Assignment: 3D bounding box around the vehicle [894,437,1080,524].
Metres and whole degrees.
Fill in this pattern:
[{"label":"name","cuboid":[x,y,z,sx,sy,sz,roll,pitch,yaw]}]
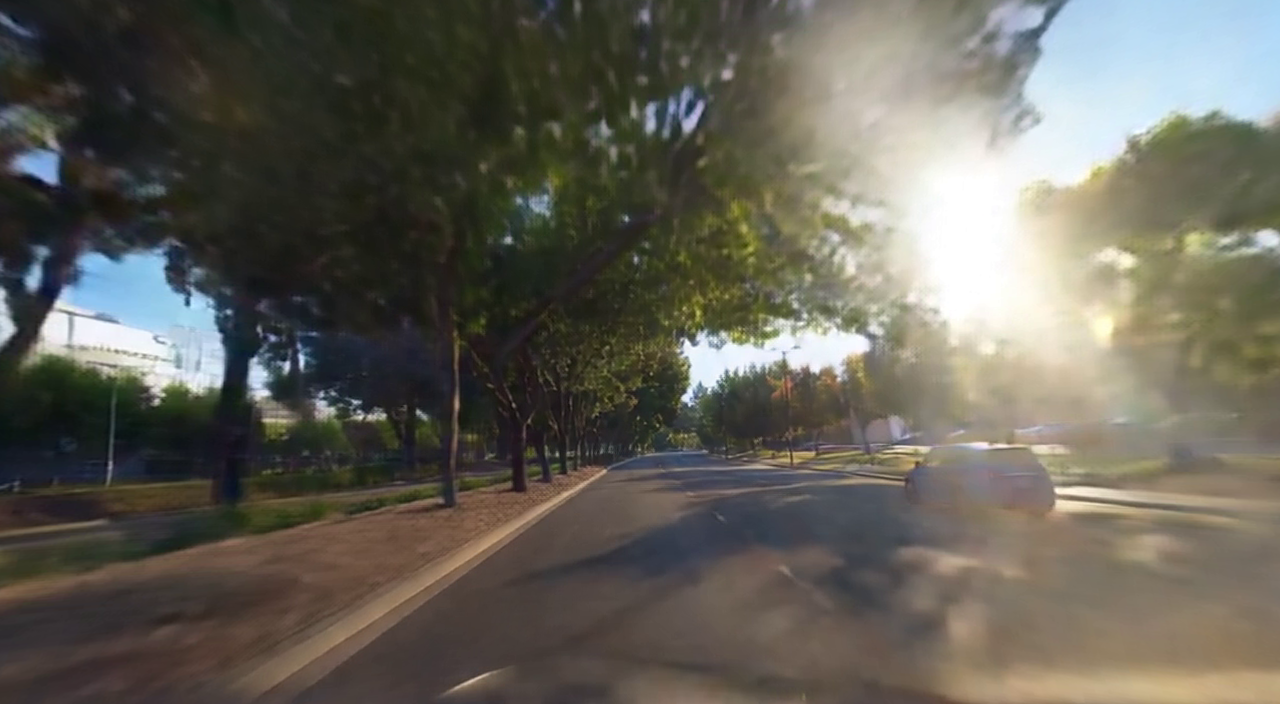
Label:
[{"label":"vehicle","cuboid":[6.855,2.547,12.954,1.797,1.518,3.433,0,-9,-1]}]
